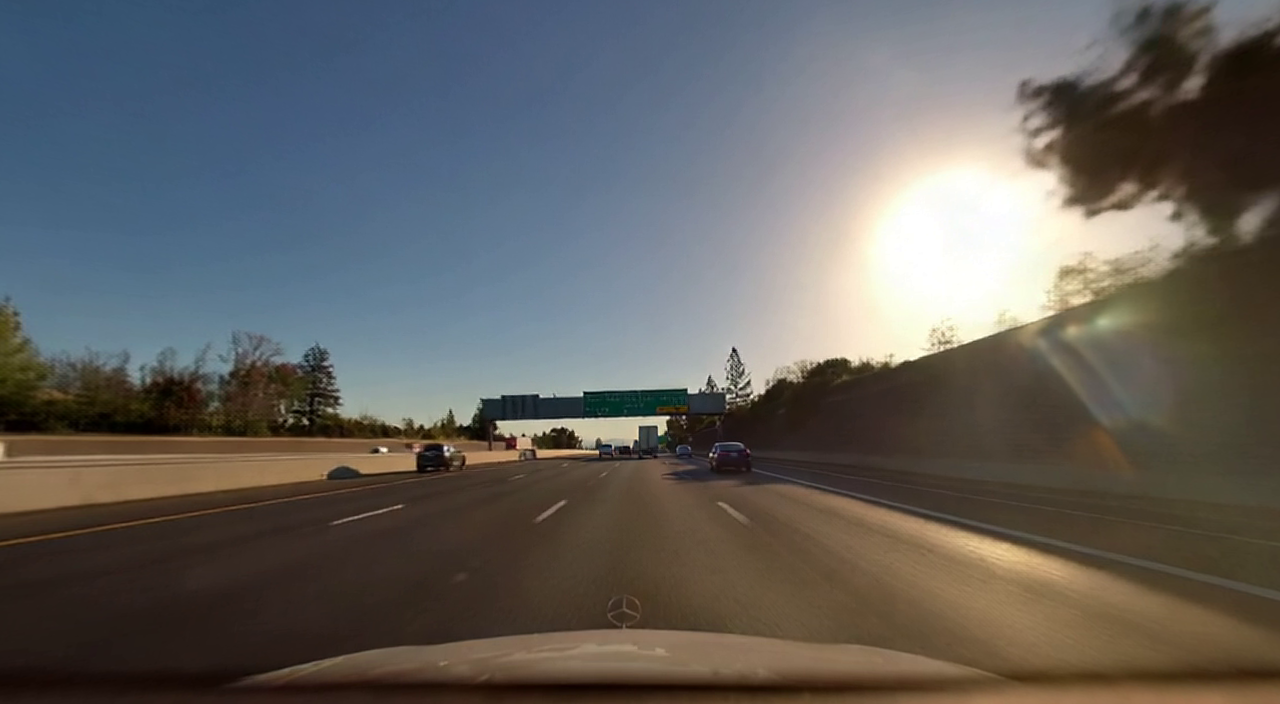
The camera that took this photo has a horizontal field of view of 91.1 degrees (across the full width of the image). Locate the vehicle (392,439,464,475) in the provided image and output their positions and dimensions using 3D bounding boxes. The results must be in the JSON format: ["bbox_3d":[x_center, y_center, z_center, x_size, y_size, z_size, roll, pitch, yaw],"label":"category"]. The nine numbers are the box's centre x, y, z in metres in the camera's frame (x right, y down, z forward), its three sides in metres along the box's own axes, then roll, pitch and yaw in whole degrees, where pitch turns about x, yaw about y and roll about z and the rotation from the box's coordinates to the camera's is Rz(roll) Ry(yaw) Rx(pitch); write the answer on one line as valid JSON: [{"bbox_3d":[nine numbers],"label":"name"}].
[{"bbox_3d":[-10.780,5.355,32.338,1.998,1.712,4.671,0,-9,1],"label":"vehicle"}]

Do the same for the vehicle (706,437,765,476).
[{"bbox_3d":[4.303,4.794,28.996,2.046,1.655,4.143,0,-8,0],"label":"vehicle"}]
